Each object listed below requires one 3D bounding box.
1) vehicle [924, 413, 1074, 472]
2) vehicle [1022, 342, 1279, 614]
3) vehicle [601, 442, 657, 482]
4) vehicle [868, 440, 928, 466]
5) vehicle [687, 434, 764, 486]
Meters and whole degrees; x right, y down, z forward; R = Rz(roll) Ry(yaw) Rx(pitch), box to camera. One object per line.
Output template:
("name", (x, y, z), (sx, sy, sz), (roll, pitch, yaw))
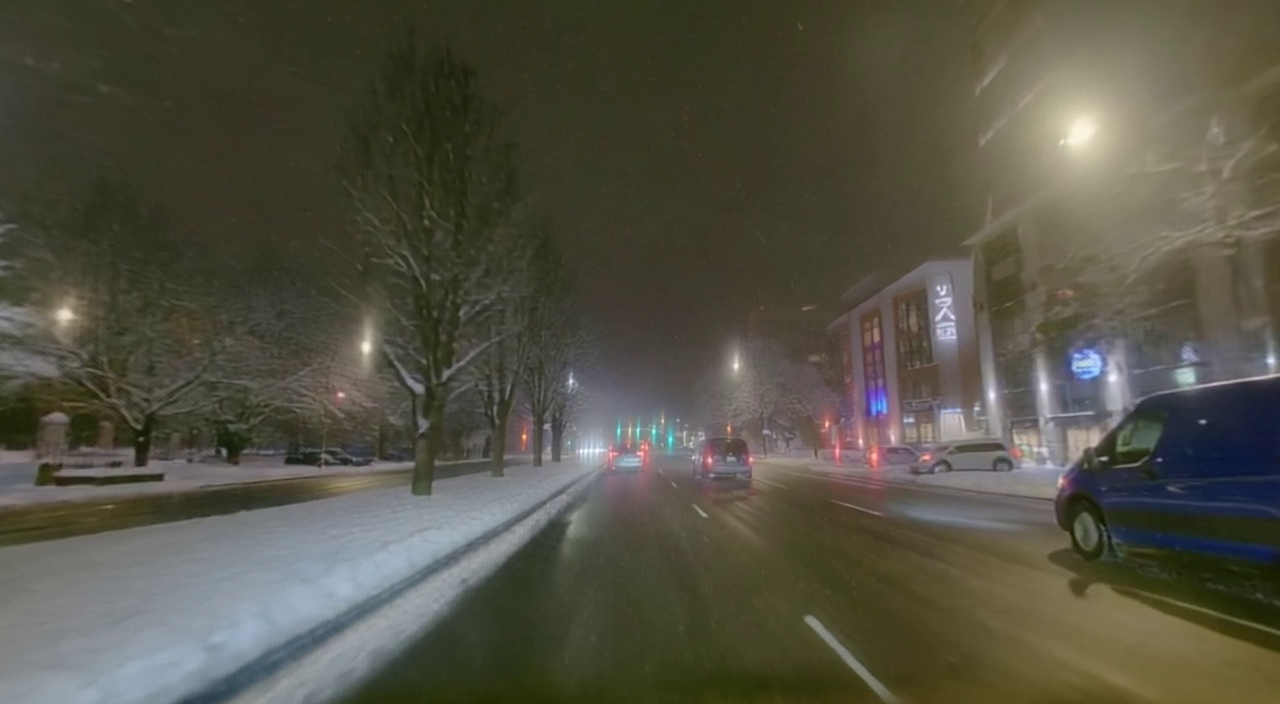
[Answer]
("vehicle", (17.667, 4.489, 31.362), (5.907, 2.777, 2.431), (0, -8, -2))
("vehicle", (6.346, 1.056, 5.419), (2.573, 2.127, 5.568), (0, -8, -1))
("vehicle", (-0.434, 4.407, 25.664), (2.095, 1.456, 3.873), (0, -8, -1))
("vehicle", (17.106, 6.727, 42.099), (2.065, 1.603, 4.264), (0, -8, -2))
("vehicle", (3.013, 3.910, 23.235), (2.047, 1.711, 4.265), (0, -8, -2))
